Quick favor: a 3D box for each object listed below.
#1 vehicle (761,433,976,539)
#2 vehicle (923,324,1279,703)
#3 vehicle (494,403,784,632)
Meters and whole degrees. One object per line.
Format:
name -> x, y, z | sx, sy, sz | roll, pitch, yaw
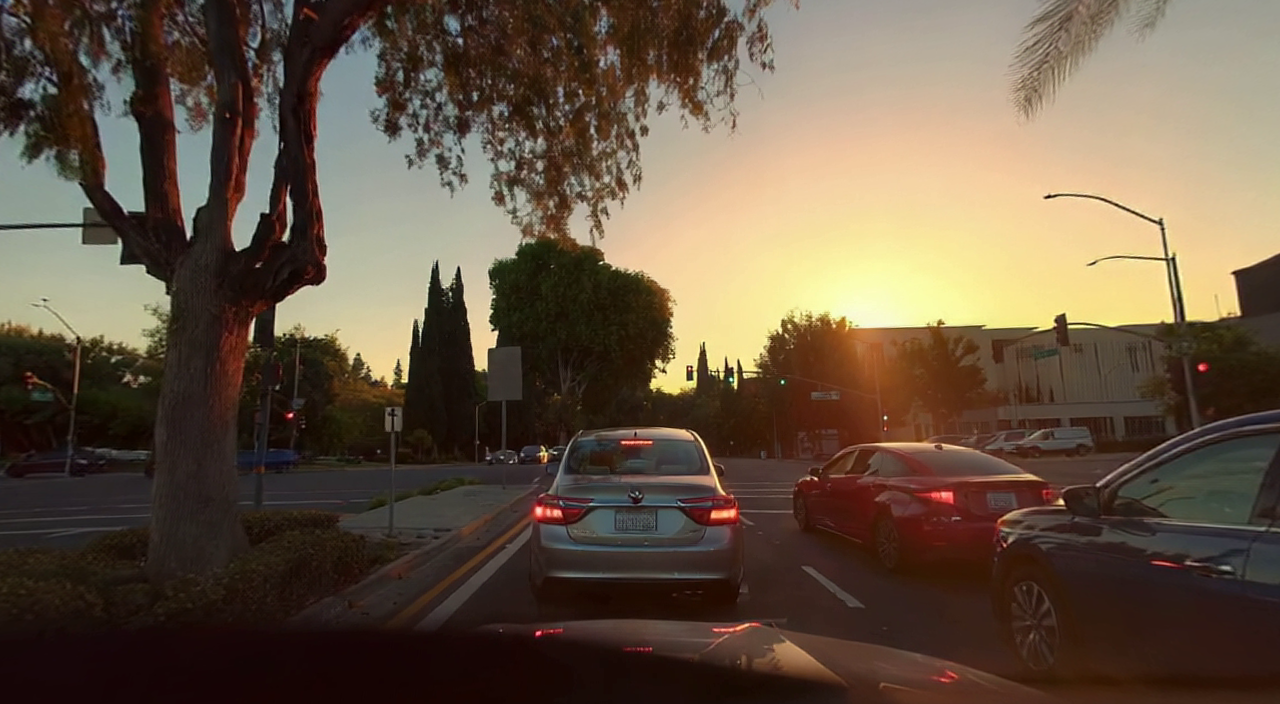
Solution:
vehicle -> 3.687, 2.254, 11.295 | 2.054, 1.482, 4.654 | 0, -9, -1
vehicle -> 3.720, 0.930, 3.426 | 2.162, 1.829, 4.519 | 0, -9, -1
vehicle -> -0.023, 1.477, 6.511 | 2.074, 1.631, 3.793 | 0, -9, 0
